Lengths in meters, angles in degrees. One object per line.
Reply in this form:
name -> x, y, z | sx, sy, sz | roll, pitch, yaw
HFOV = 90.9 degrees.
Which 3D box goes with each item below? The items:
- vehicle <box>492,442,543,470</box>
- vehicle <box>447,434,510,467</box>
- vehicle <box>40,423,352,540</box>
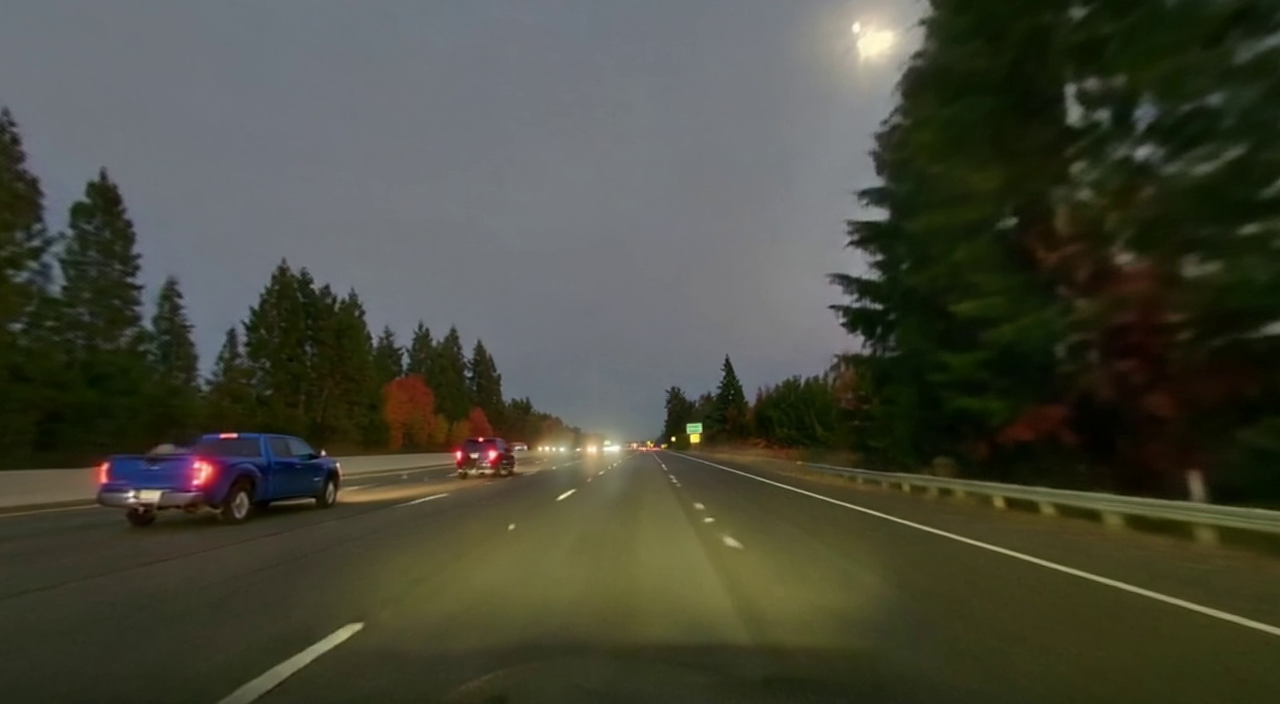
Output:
vehicle -> -6.792, 5.810, 35.444 | 1.919, 1.499, 4.234 | 0, -8, 1
vehicle -> -10.318, 6.339, 40.732 | 2.347, 1.984, 5.778 | 0, -8, 2
vehicle -> -7.147, 2.113, 10.994 | 1.965, 1.567, 4.686 | 0, -8, 1
